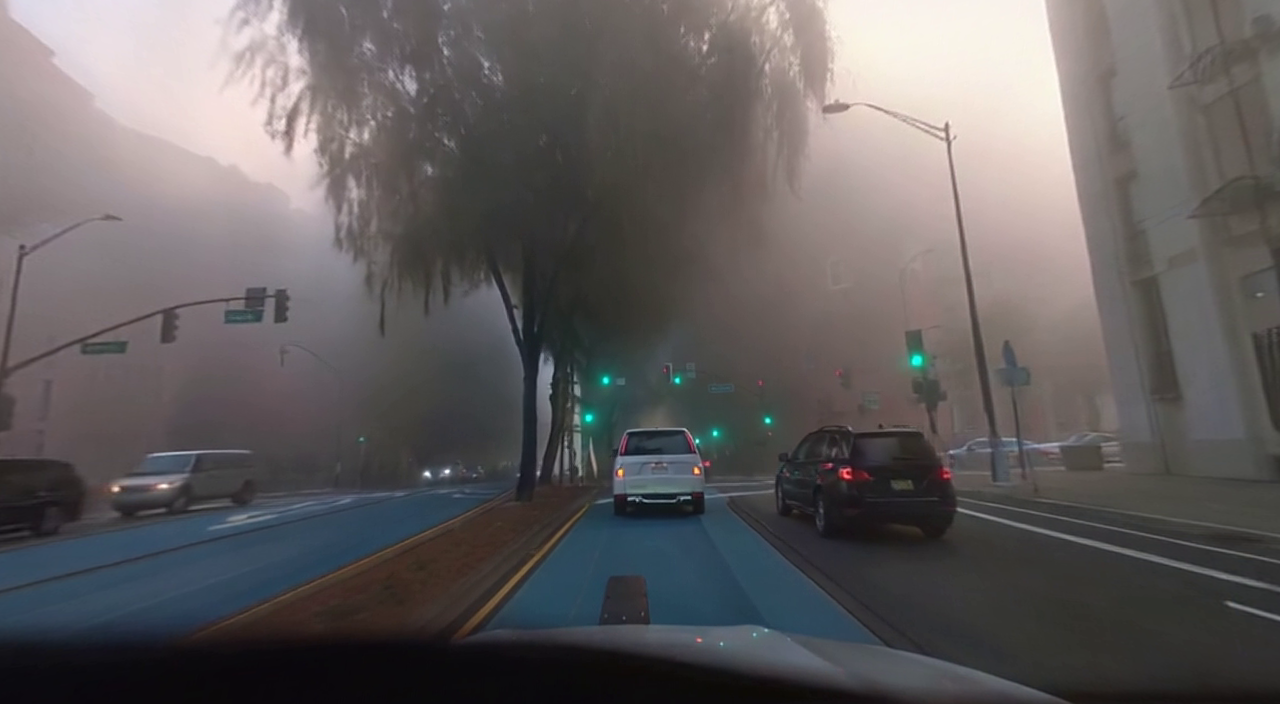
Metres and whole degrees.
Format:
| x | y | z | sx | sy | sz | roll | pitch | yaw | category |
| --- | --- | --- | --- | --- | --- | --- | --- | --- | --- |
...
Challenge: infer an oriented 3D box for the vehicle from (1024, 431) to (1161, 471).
| x | y | z | sx | sy | sz | roll | pitch | yaw | category |
| --- | --- | --- | --- | --- | --- | --- | --- | --- | --- |
| 19.078 | 4.185 | 26.761 | 4.248 | 1.642 | 1.961 | 0 | -8 | 0 | vehicle |

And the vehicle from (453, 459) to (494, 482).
| x | y | z | sx | sy | sz | roll | pitch | yaw | category |
| --- | --- | --- | --- | --- | --- | --- | --- | --- | --- |
| -13.152 | 9.319 | 49.957 | 2.035 | 1.619 | 4.327 | 0 | -9 | 0 | vehicle |

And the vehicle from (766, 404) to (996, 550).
| x | y | z | sx | sy | sz | roll | pitch | yaw | category |
| --- | --- | --- | --- | --- | --- | --- | --- | --- | --- |
| 3.325 | 1.819 | 9.732 | 1.939 | 1.746 | 4.091 | 0 | -8 | 0 | vehicle |

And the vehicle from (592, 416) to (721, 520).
| x | y | z | sx | sy | sz | roll | pitch | yaw | category |
| --- | --- | --- | --- | --- | --- | --- | --- | --- | --- |
| 0.306 | 2.291 | 12.915 | 2.209 | 1.748 | 4.130 | 0 | -9 | 1 | vehicle |

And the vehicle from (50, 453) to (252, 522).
| x | y | z | sx | sy | sz | roll | pitch | yaw | category |
| --- | --- | --- | --- | --- | --- | --- | --- | --- | --- |
| -17.504 | 4.814 | 23.243 | 2.267 | 2.097 | 6.350 | -1 | -8 | 1 | vehicle |
